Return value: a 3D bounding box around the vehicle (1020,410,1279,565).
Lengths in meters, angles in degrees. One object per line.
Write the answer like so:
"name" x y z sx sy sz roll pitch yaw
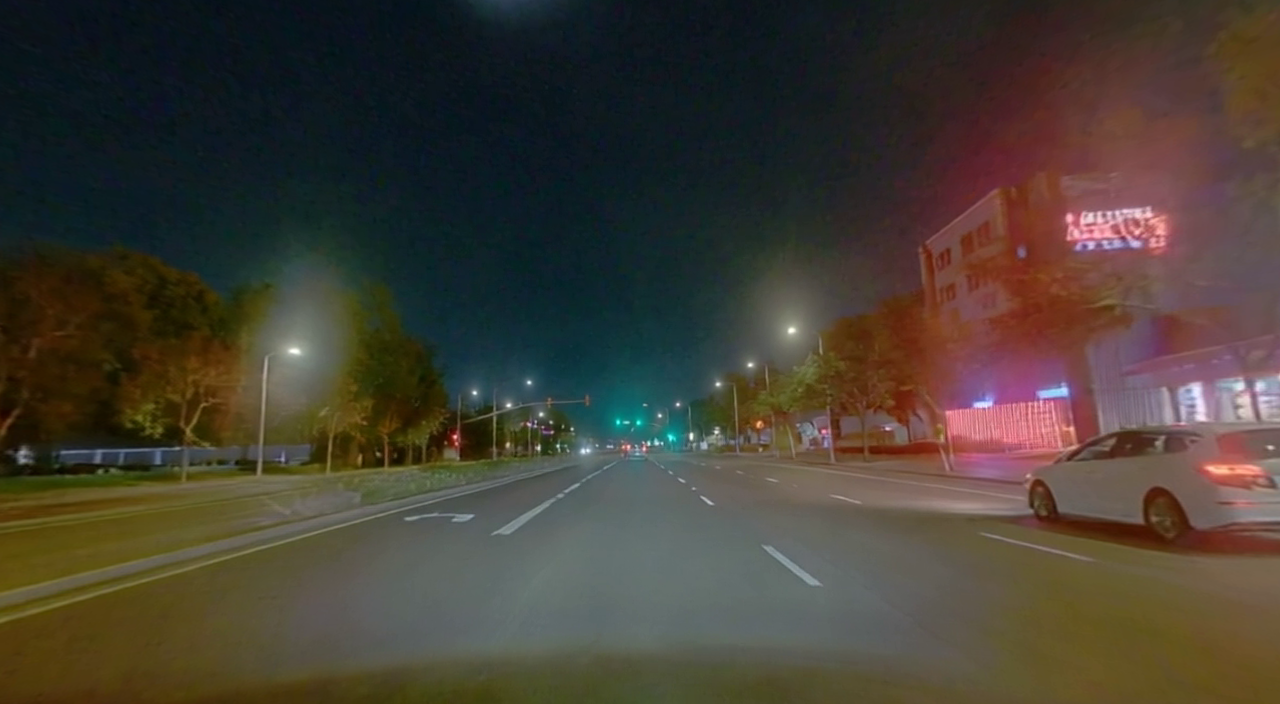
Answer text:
"vehicle" 7.684 1.751 8.892 1.918 1.632 4.368 0 -8 0
